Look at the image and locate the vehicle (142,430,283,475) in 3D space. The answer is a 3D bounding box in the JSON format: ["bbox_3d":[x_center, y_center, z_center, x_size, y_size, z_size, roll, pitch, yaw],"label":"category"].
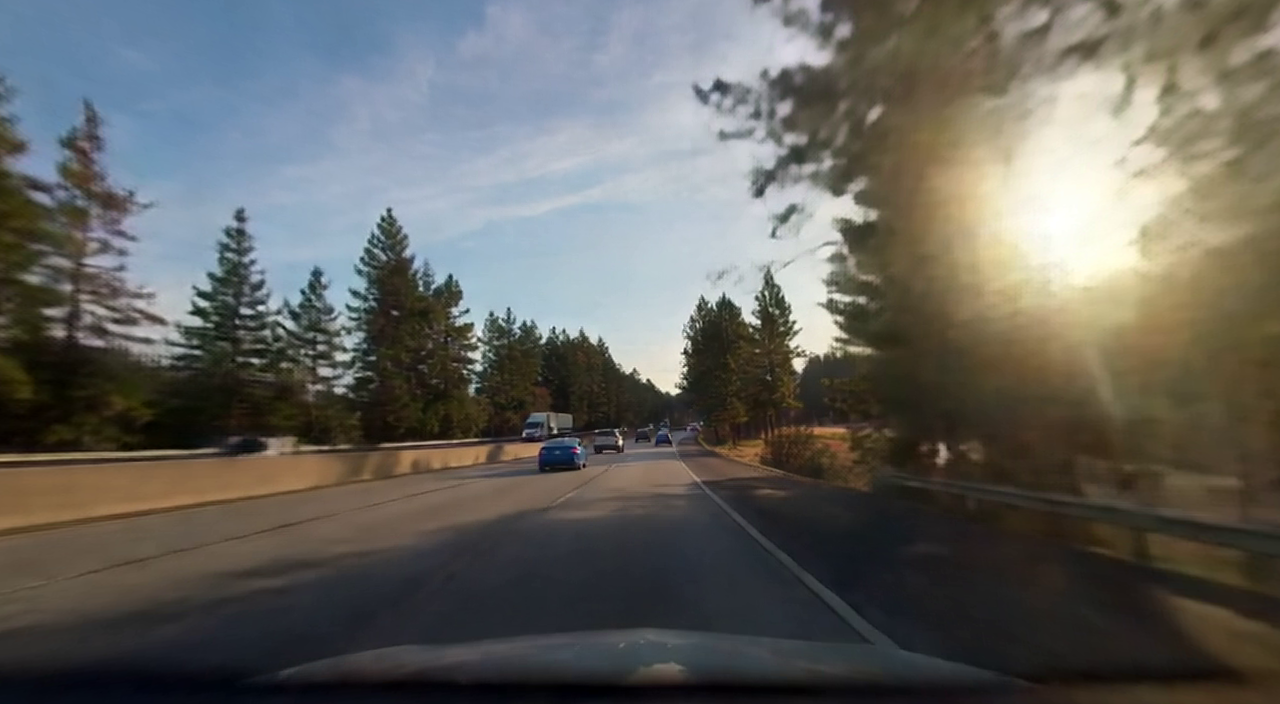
[{"bbox_3d":[-16.325,3.888,24.397,1.991,1.460,4.953,-3,-8,1],"label":"vehicle"}]

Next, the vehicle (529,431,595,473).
[{"bbox_3d":[-3.143,4.150,26.313,2.053,1.589,4.671,0,-8,2],"label":"vehicle"}]
